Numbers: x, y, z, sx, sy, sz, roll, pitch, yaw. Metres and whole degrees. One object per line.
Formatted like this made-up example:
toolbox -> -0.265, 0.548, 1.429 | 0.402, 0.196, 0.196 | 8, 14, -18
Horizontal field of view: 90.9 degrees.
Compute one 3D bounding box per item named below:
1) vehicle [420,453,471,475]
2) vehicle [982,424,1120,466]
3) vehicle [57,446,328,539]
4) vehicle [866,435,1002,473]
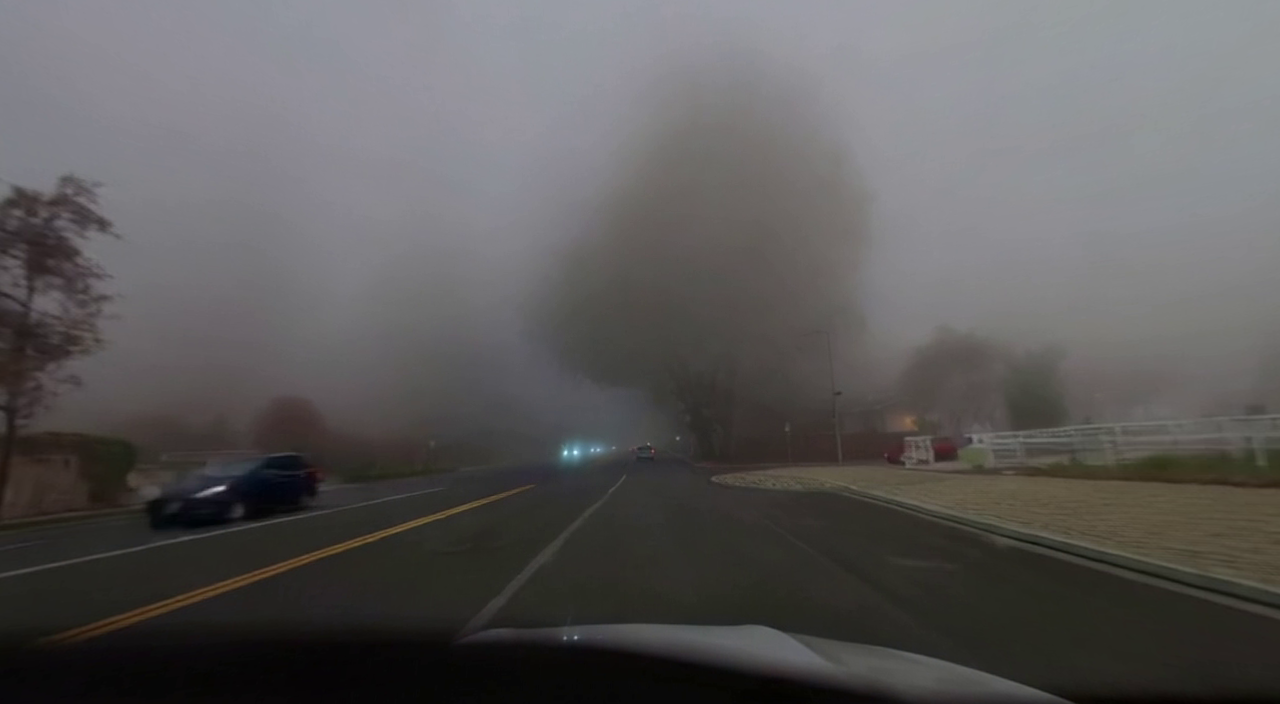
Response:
vehicle -> -14.049, 8.100, 45.677 | 2.557, 1.485, 2.907 | -2, -9, 5
vehicle -> 18.910, 4.318, 29.146 | 4.821, 1.832, 2.196 | 1, -9, -1
vehicle -> -8.670, 2.710, 12.966 | 1.961, 1.518, 4.846 | 0, -9, 1
vehicle -> 13.429, 4.679, 29.063 | 5.177, 1.468, 2.090 | -3, -7, 3
